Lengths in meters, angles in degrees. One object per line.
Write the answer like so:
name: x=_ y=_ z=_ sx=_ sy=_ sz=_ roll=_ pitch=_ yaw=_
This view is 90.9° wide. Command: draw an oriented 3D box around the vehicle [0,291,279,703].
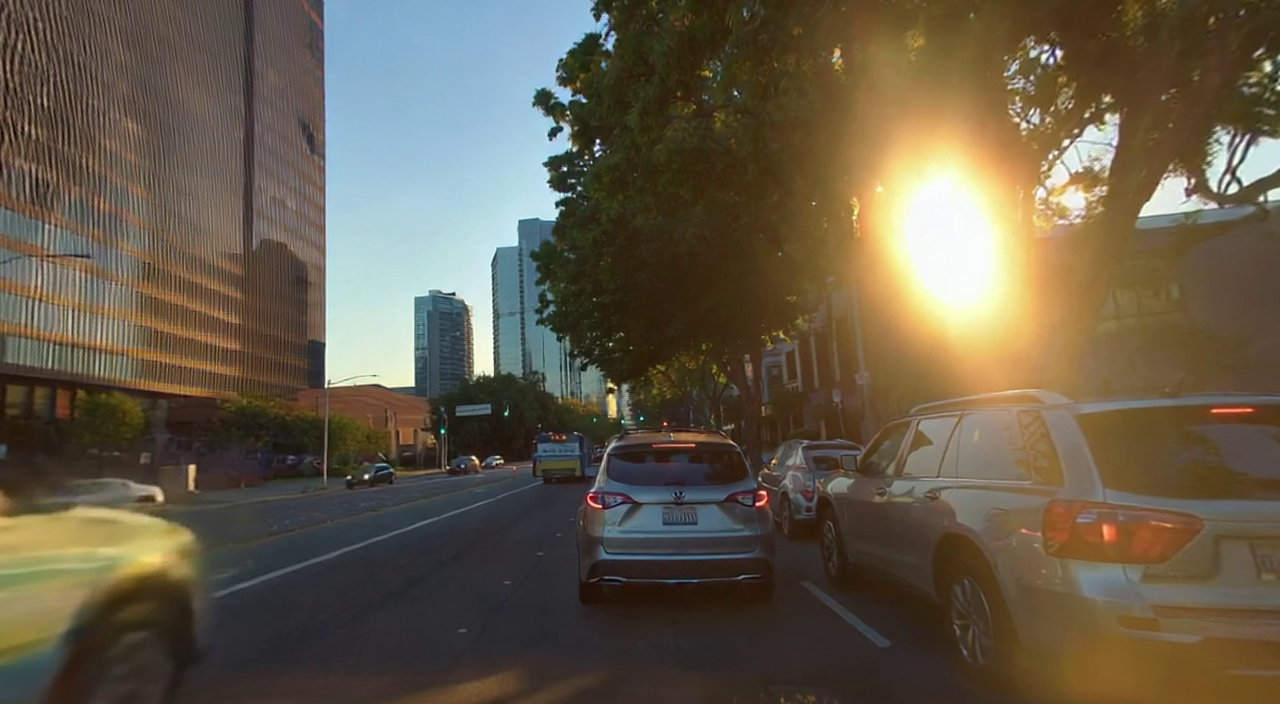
vehicle: x=-3.231 y=0.533 z=0.652 sx=2.375 sy=1.847 sz=5.606 roll=0 pitch=-9 yaw=0

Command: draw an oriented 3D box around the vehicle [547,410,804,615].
vehicle: x=0.226 y=1.547 z=6.885 sx=2.045 sy=1.608 sz=3.573 roll=0 pitch=-9 yaw=-2

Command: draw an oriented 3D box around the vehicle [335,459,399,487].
vehicle: x=-19.150 y=8.480 z=44.495 sx=2.274 sy=1.708 sz=4.863 roll=0 pitch=-9 yaw=1

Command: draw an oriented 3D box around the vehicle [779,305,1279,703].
vehicle: x=2.731 y=1.082 z=4.915 sx=2.117 sy=1.855 sz=4.794 roll=0 pitch=-9 yaw=-1
